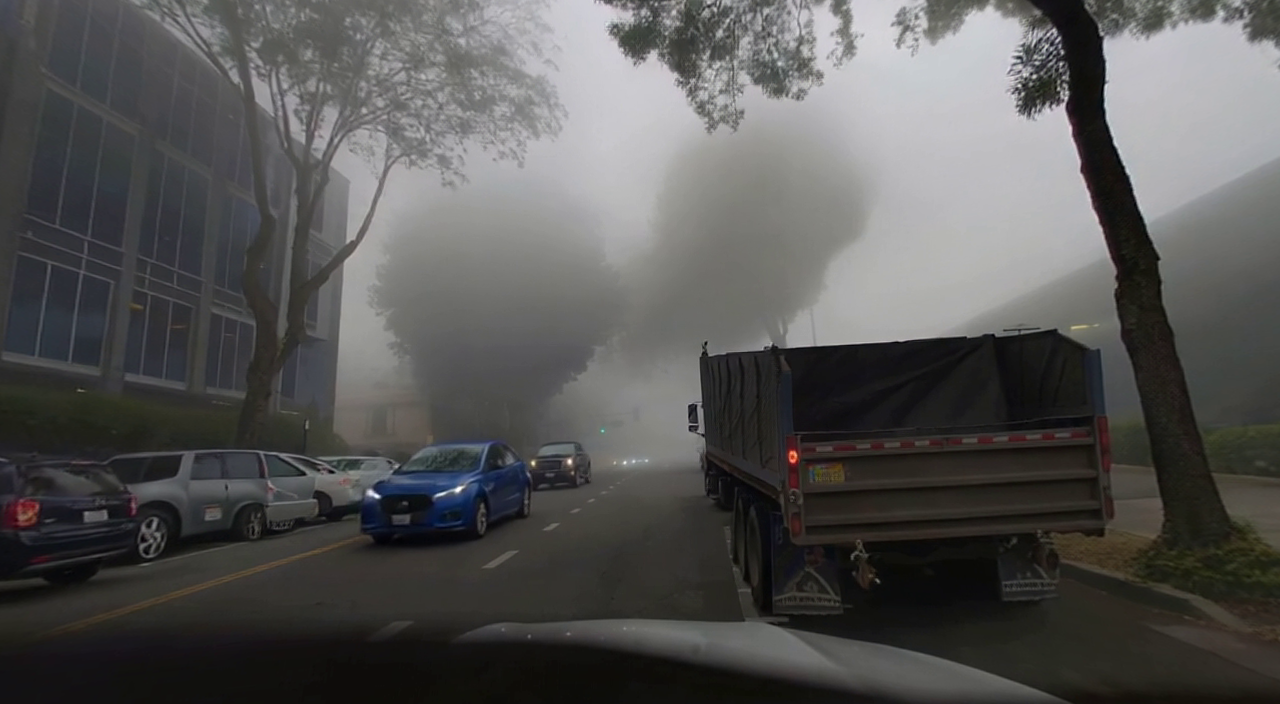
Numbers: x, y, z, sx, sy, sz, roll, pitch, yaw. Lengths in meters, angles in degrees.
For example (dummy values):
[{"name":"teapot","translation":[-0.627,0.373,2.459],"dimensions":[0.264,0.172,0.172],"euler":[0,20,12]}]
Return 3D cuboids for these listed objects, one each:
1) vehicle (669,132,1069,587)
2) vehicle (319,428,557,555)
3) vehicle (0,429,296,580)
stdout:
[{"name":"vehicle","translation":[2.532,0.818,11.392],"dimensions":[3.320,4.034,11.553],"euler":[-1,-8,6]},{"name":"vehicle","translation":[-2.833,2.061,10.105],"dimensions":[2.183,1.563,4.257],"euler":[0,-8,3]},{"name":"vehicle","translation":[-8.161,2.101,9.228],"dimensions":[5.022,1.872,2.137],"euler":[7,-11,-41]}]
